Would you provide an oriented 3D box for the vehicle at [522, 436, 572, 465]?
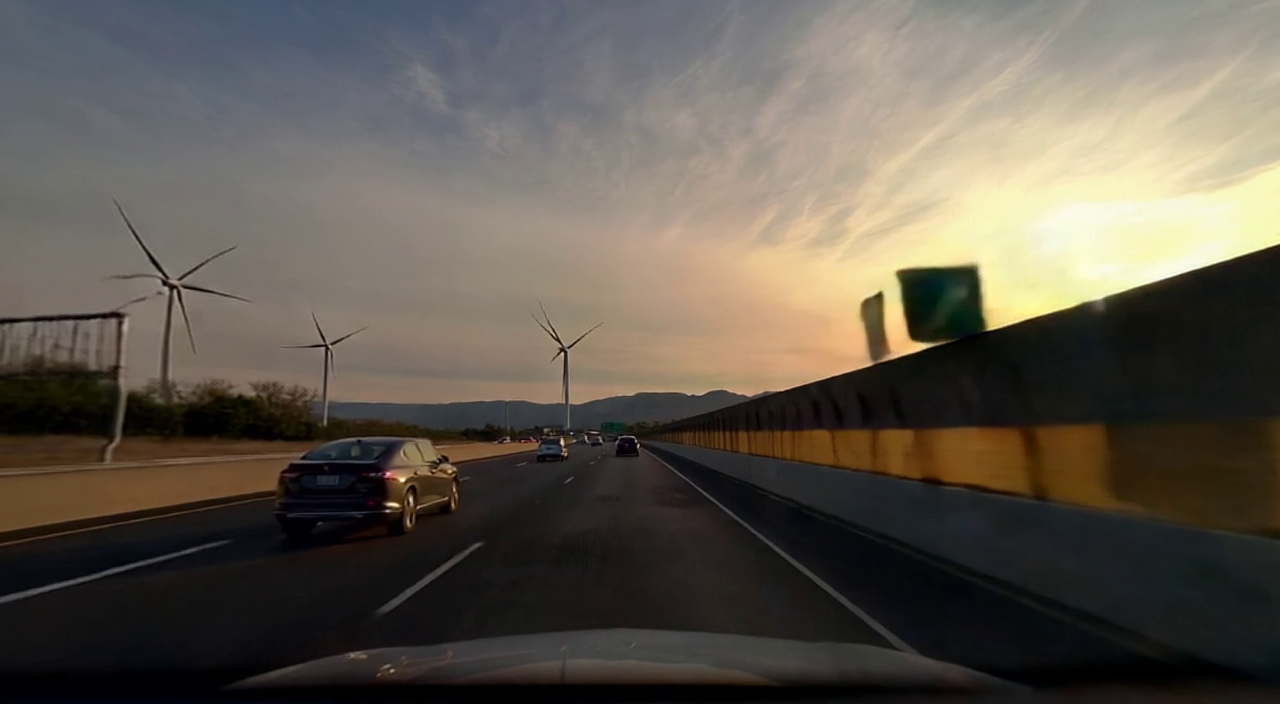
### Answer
[{"bbox_3d":[-4.809,5.118,33.035,2.059,1.436,3.802,0,-8,0],"label":"vehicle"}]

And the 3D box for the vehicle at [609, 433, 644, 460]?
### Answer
[{"bbox_3d":[-0.809,5.797,38.744,2.027,1.550,3.607,0,-8,-1],"label":"vehicle"}]

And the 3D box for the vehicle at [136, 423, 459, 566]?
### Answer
[{"bbox_3d":[-4.217,1.794,8.893,1.998,1.468,4.635,0,-8,-1],"label":"vehicle"}]
